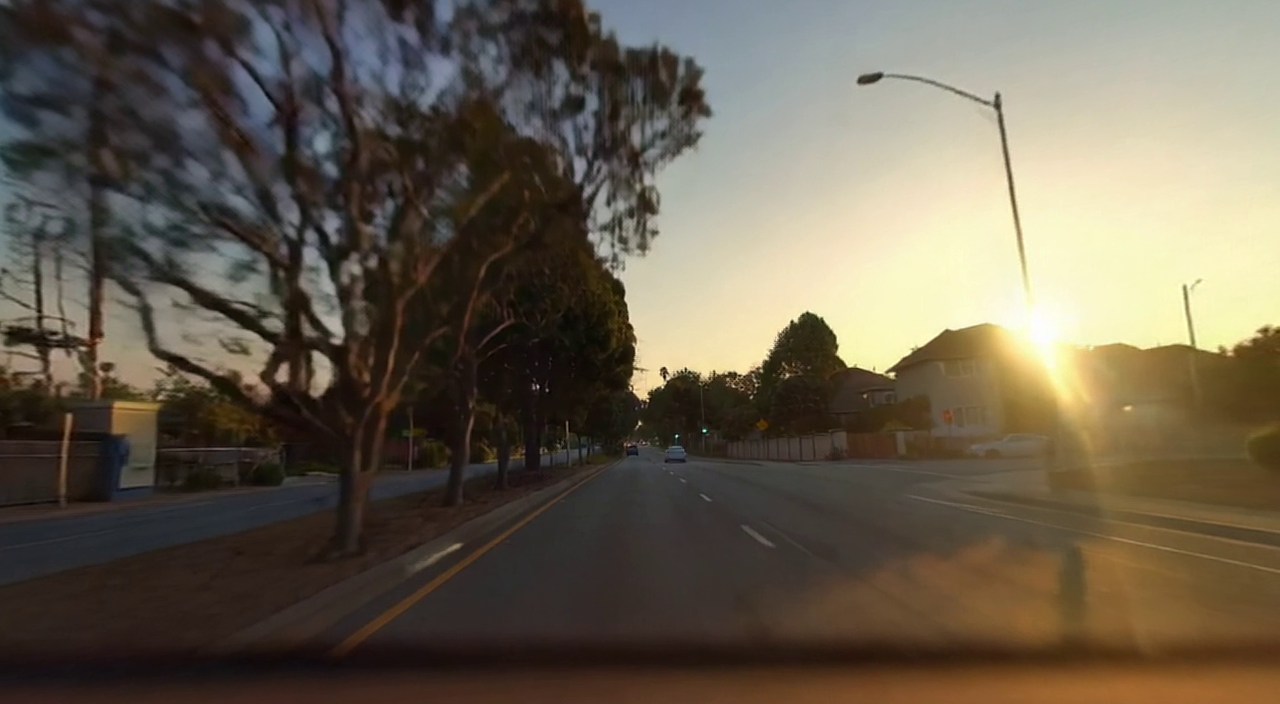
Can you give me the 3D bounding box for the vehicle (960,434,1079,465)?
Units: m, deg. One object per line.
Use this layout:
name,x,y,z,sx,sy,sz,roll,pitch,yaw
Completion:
vehicle,18.827,4.854,31.477,4.536,1.453,2.128,0,-8,-1
